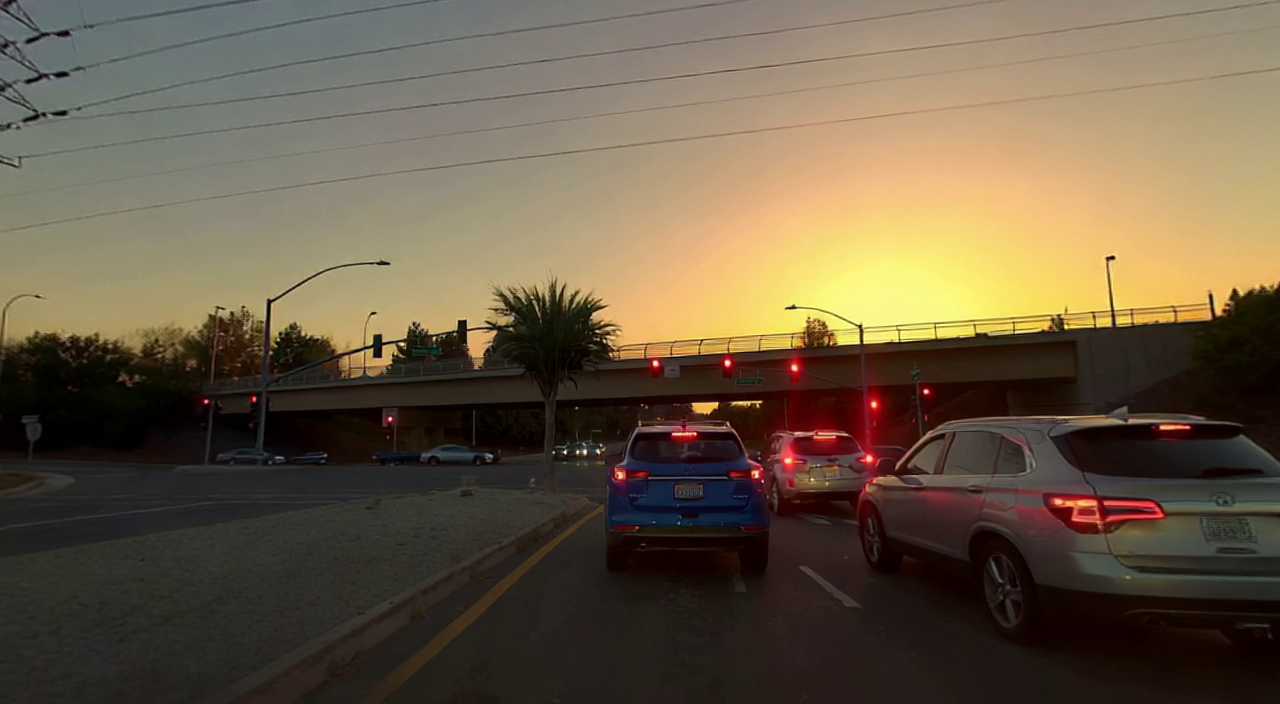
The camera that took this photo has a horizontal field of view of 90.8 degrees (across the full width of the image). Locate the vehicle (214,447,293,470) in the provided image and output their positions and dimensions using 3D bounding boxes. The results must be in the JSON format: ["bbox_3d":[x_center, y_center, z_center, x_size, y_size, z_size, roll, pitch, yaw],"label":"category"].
[{"bbox_3d":[-25.787,7.091,42.142,4.411,1.466,1.998,-3,-9,18],"label":"vehicle"}]

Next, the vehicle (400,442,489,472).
[{"bbox_3d":[-11.951,6.455,38.880,4.673,1.740,2.174,-1,-8,5],"label":"vehicle"}]

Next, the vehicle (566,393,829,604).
[{"bbox_3d":[0.432,1.562,7.625,2.240,1.778,4.335,0,-8,-2],"label":"vehicle"}]

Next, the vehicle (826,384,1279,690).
[{"bbox_3d":[3.401,1.344,5.809,1.990,1.649,4.625,0,-8,0],"label":"vehicle"}]
